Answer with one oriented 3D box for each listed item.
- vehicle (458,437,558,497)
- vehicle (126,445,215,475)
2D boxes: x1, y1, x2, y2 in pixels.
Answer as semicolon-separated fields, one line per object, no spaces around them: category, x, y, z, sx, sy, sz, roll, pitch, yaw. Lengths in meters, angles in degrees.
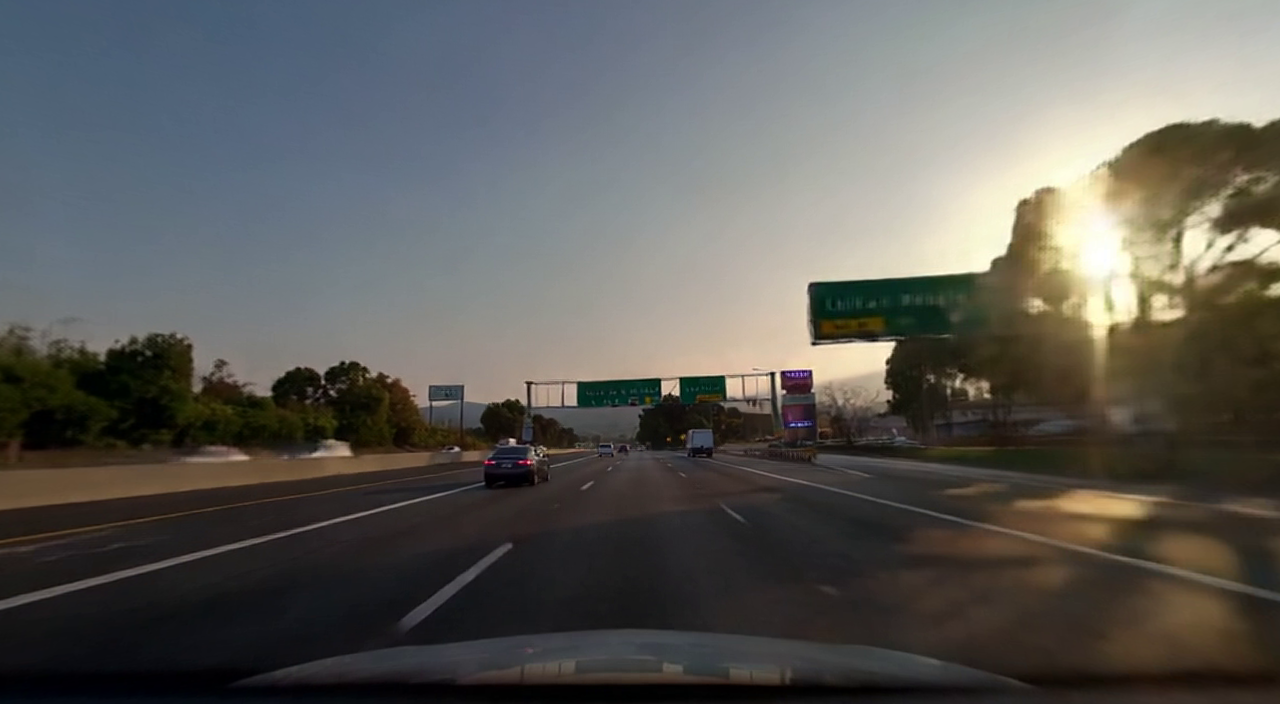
vehicle;-3.666;3.275;18.387;1.939;1.508;4.272;0;-8;1
vehicle;-23.388;5.364;31.610;1.817;1.393;3.398;0;-8;0
